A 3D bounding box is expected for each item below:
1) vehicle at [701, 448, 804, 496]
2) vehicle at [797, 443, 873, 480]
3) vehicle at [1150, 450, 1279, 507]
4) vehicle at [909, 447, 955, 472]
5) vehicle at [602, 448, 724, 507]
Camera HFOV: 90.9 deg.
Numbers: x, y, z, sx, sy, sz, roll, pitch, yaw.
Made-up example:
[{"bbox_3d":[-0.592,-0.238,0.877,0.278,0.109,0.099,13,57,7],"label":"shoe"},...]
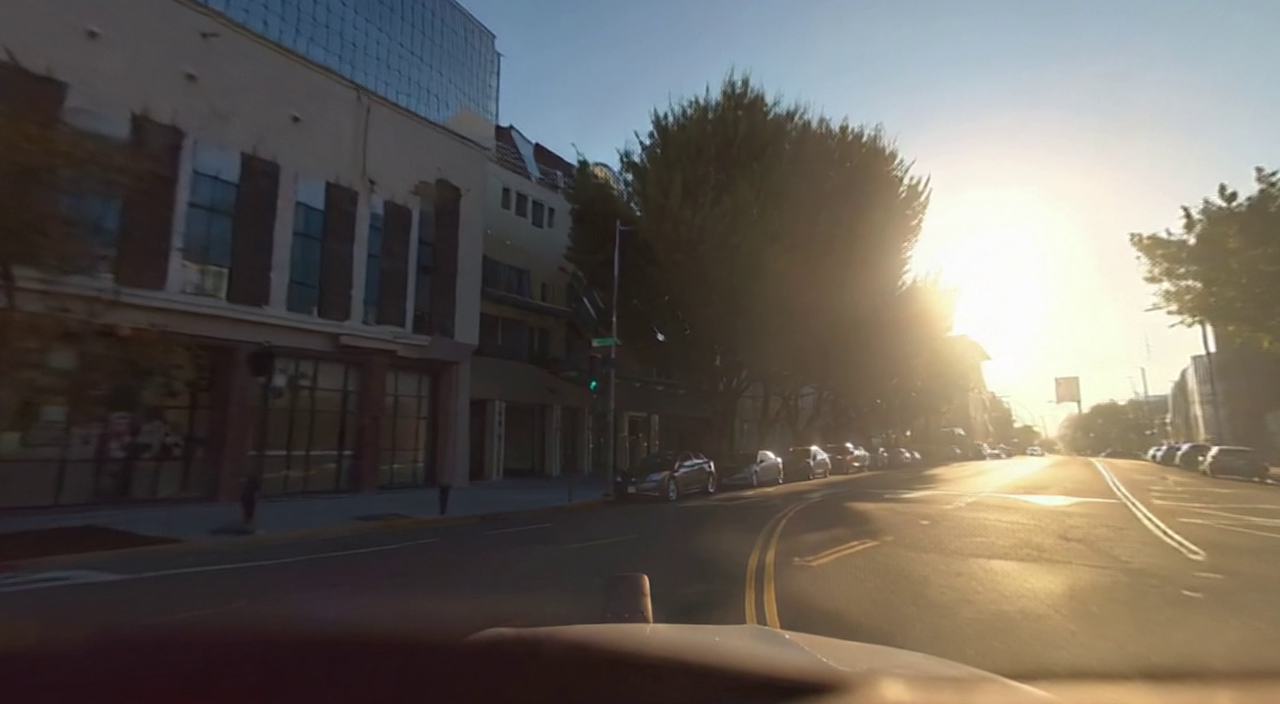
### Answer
[{"bbox_3d":[4.555,4.638,24.900,2.179,1.658,4.765,-6,-10,34],"label":"vehicle"},{"bbox_3d":[10.637,5.850,34.058,2.171,1.816,5.274,-6,-10,36],"label":"vehicle"},{"bbox_3d":[17.856,3.856,19.807,2.148,1.488,4.508,-5,-9,31],"label":"vehicle"},{"bbox_3d":[18.315,6.680,39.431,1.852,1.465,4.092,-6,-10,33],"label":"vehicle"},{"bbox_3d":[0.868,3.931,20.264,1.922,1.628,4.291,-6,-10,34],"label":"vehicle"}]
